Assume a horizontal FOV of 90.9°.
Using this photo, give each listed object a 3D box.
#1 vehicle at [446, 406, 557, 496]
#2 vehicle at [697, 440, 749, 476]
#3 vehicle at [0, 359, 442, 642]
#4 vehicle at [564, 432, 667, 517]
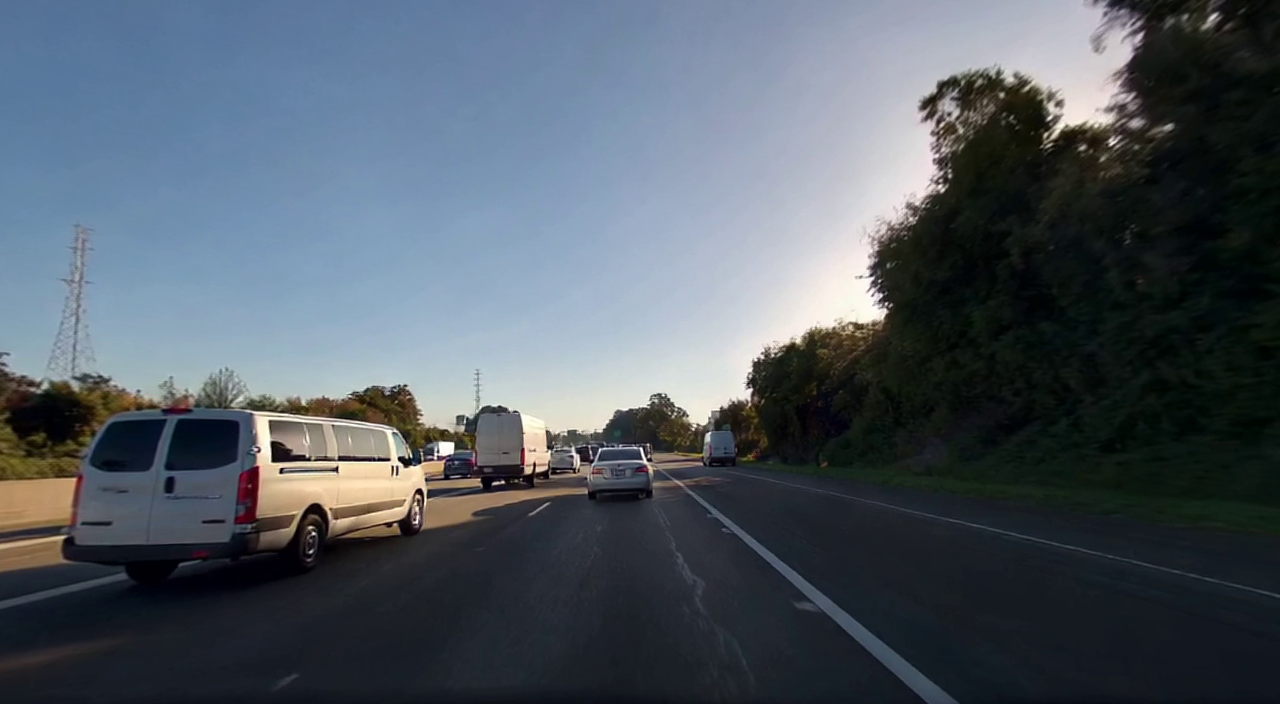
[{"bbox_3d":[-4.528,3.444,21.992,2.248,2.626,6.837,0,-9,0],"label":"vehicle"},{"bbox_3d":[4.232,5.487,32.754,2.003,1.754,4.134,0,-9,-2],"label":"vehicle"},{"bbox_3d":[-4.053,1.358,6.706,2.253,1.892,4.823,0,-9,1],"label":"vehicle"},{"bbox_3d":[-0.492,2.774,14.690,2.093,1.695,3.782,0,-9,0],"label":"vehicle"}]
